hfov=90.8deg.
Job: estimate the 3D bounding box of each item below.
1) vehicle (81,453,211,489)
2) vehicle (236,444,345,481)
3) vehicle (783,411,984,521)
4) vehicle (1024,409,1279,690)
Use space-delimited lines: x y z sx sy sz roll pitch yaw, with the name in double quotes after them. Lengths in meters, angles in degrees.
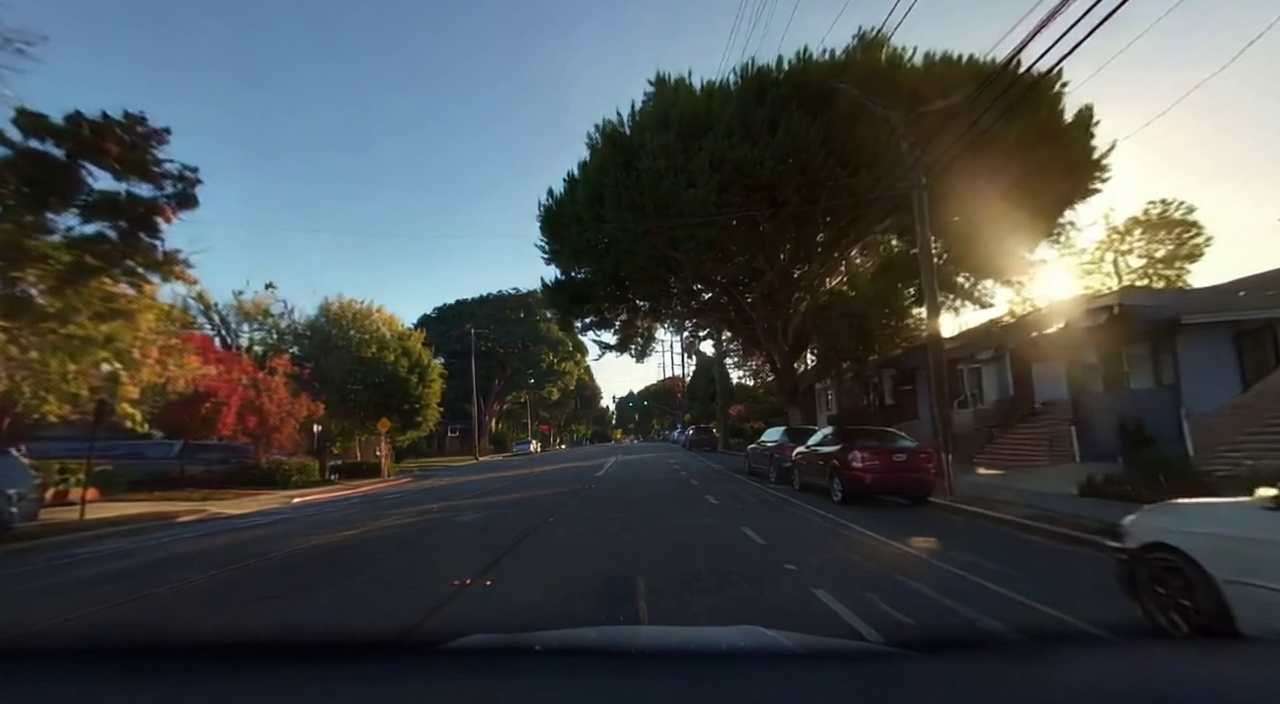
-23.369 5.582 30.022 4.621 1.484 1.827 8 -11 -42 "vehicle"
-18.888 5.915 34.286 4.676 1.846 1.967 8 -12 -44 "vehicle"
4.511 2.200 12.725 1.980 1.773 4.853 0 -8 -2 "vehicle"
4.525 1.040 3.160 2.001 1.532 5.029 0 -8 -1 "vehicle"
